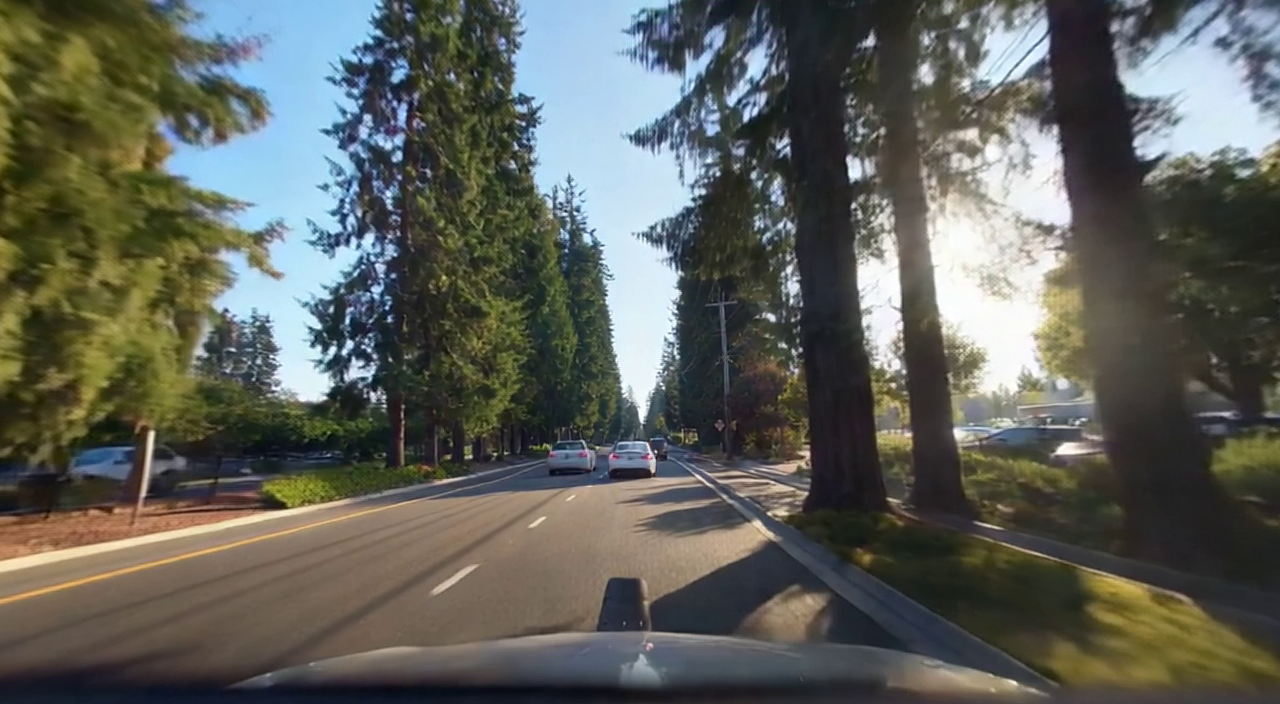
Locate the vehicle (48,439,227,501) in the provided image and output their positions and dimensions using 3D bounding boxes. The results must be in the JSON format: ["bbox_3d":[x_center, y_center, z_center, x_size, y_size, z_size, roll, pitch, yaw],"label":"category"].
[{"bbox_3d":[-16.141,3.770,20.555,2.061,1.772,4.501,0,-8,1],"label":"vehicle"}]

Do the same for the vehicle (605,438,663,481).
[{"bbox_3d":[-0.194,3.982,23.576,1.991,1.463,3.988,0,-8,0],"label":"vehicle"}]
